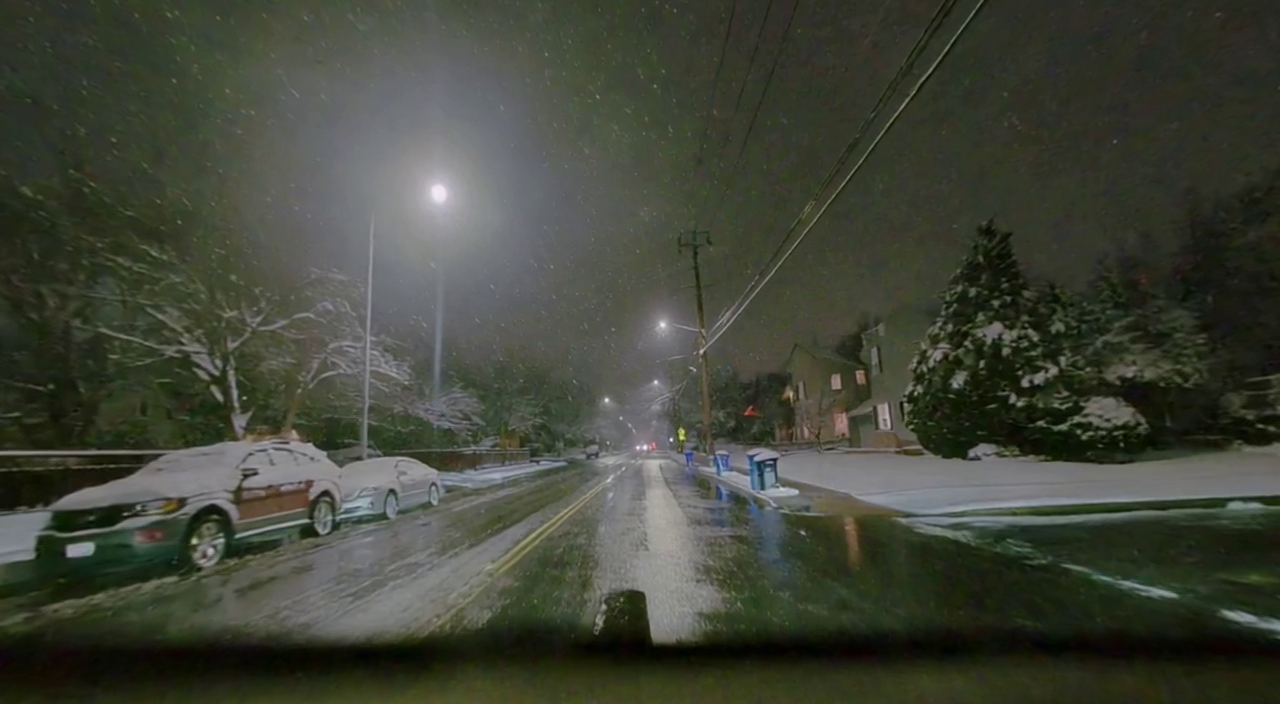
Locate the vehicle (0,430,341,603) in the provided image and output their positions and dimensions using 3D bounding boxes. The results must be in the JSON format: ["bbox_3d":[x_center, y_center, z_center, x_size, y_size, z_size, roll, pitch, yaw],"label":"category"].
[{"bbox_3d":[-6.553,2.145,9.351,1.890,1.723,4.539,-6,-7,1],"label":"vehicle"}]

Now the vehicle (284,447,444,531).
[{"bbox_3d":[-6.380,3.153,15.157,1.880,1.458,4.292,-4,-7,1],"label":"vehicle"}]
